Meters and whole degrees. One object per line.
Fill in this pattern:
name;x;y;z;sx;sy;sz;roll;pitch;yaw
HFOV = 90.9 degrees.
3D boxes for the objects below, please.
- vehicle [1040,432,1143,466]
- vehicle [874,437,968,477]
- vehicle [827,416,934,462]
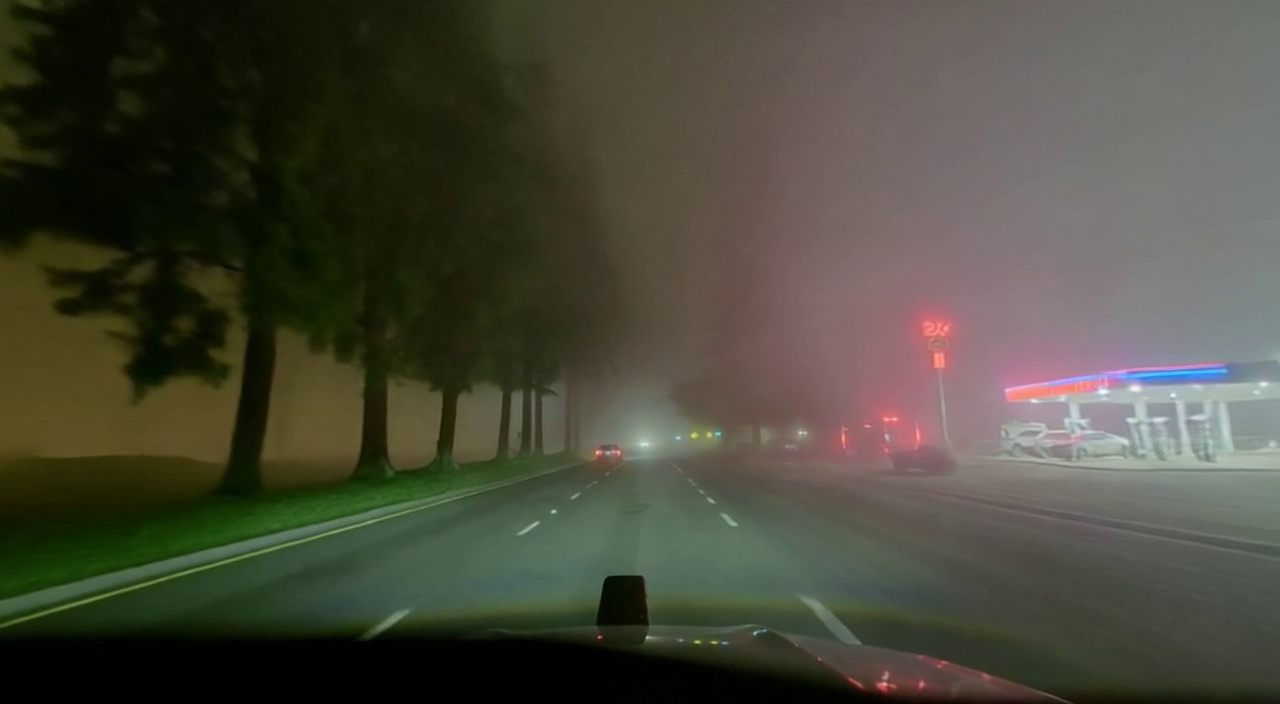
vehicle;21.398;4.565;29.849;4.674;1.471;1.954;4;-9;-28
vehicle;11.736;4.407;26.696;1.967;1.500;4.353;-1;-8;1
vehicle;15.250;5.562;40.236;5.820;2.752;2.234;0;-8;-1
